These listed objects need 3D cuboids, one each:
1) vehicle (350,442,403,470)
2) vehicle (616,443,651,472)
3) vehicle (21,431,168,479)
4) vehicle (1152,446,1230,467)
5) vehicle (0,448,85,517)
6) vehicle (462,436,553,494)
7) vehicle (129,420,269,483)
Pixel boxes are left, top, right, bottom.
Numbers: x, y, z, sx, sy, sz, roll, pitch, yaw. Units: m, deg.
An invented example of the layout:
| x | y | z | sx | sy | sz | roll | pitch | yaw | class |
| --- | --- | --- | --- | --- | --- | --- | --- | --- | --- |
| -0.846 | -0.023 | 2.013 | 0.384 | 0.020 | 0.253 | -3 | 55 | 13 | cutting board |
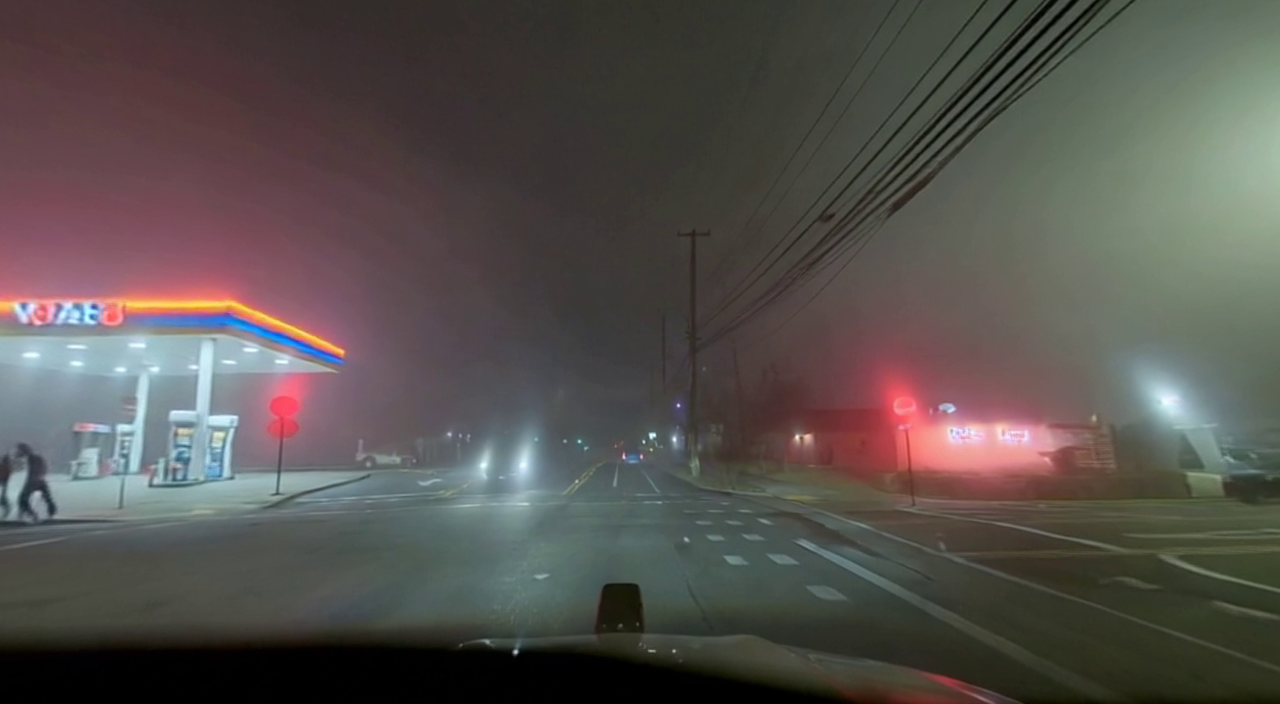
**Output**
| x | y | z | sx | sy | sz | roll | pitch | yaw | class |
| --- | --- | --- | --- | --- | --- | --- | --- | --- | --- |
| -17.923 | 7.082 | 43.210 | 1.890 | 1.761 | 4.578 | 0 | -9 | -4 | vehicle |
| -0.470 | 6.504 | 39.186 | 2.000 | 1.663 | 4.271 | 0 | -9 | -3 | vehicle |
| -20.269 | 3.911 | 23.782 | 1.913 | 1.591 | 4.374 | 2 | -10 | -7 | vehicle |
| 43.112 | 8.176 | 49.550 | 1.826 | 1.508 | 4.639 | 0 | -9 | -1 | vehicle |
| -15.636 | 3.189 | 15.984 | 1.928 | 1.487 | 5.116 | 6 | -11 | -37 | vehicle |
| -4.663 | 4.057 | 23.107 | 2.274 | 1.844 | 4.843 | 0 | -9 | 0 | vehicle |
| -17.920 | 4.074 | 26.049 | 2.499 | 2.309 | 4.613 | 0 | -9 | -3 | vehicle |
